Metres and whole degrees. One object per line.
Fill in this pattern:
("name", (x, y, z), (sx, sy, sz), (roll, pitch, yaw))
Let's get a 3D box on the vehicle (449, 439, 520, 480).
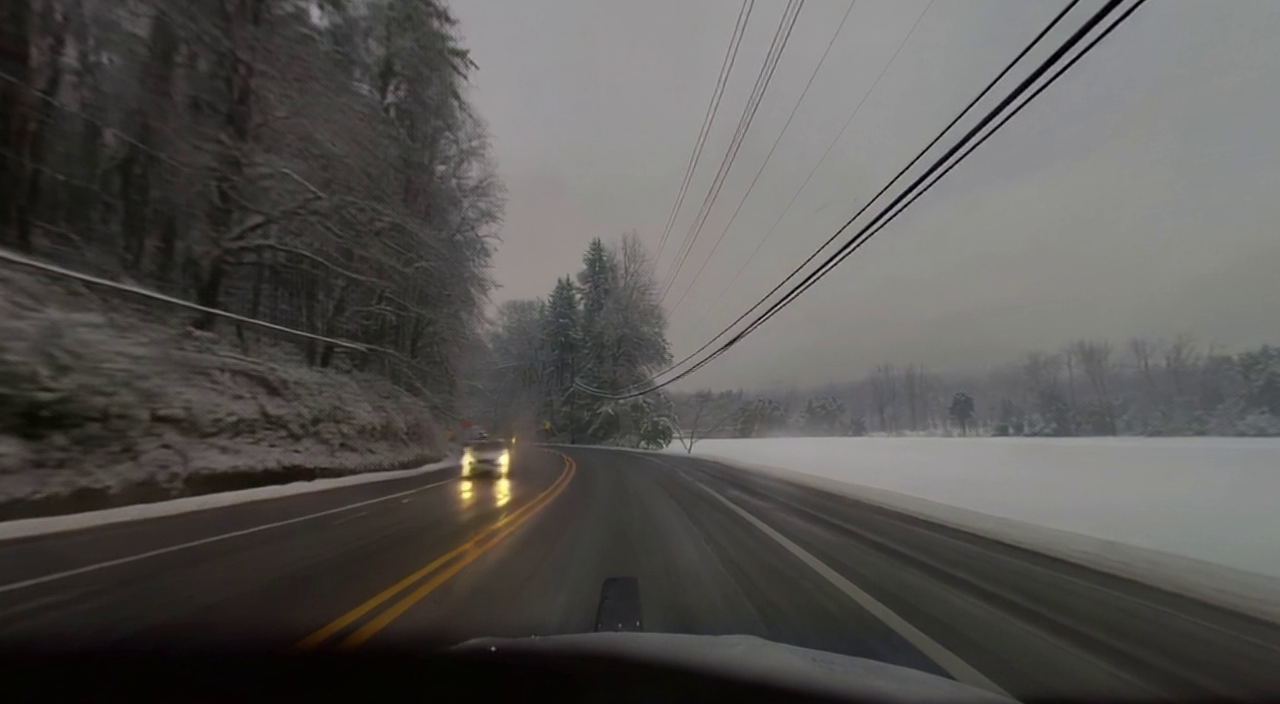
("vehicle", (-6.173, 4.323, 25.629), (2.060, 1.466, 4.263), (0, -9, -4))
